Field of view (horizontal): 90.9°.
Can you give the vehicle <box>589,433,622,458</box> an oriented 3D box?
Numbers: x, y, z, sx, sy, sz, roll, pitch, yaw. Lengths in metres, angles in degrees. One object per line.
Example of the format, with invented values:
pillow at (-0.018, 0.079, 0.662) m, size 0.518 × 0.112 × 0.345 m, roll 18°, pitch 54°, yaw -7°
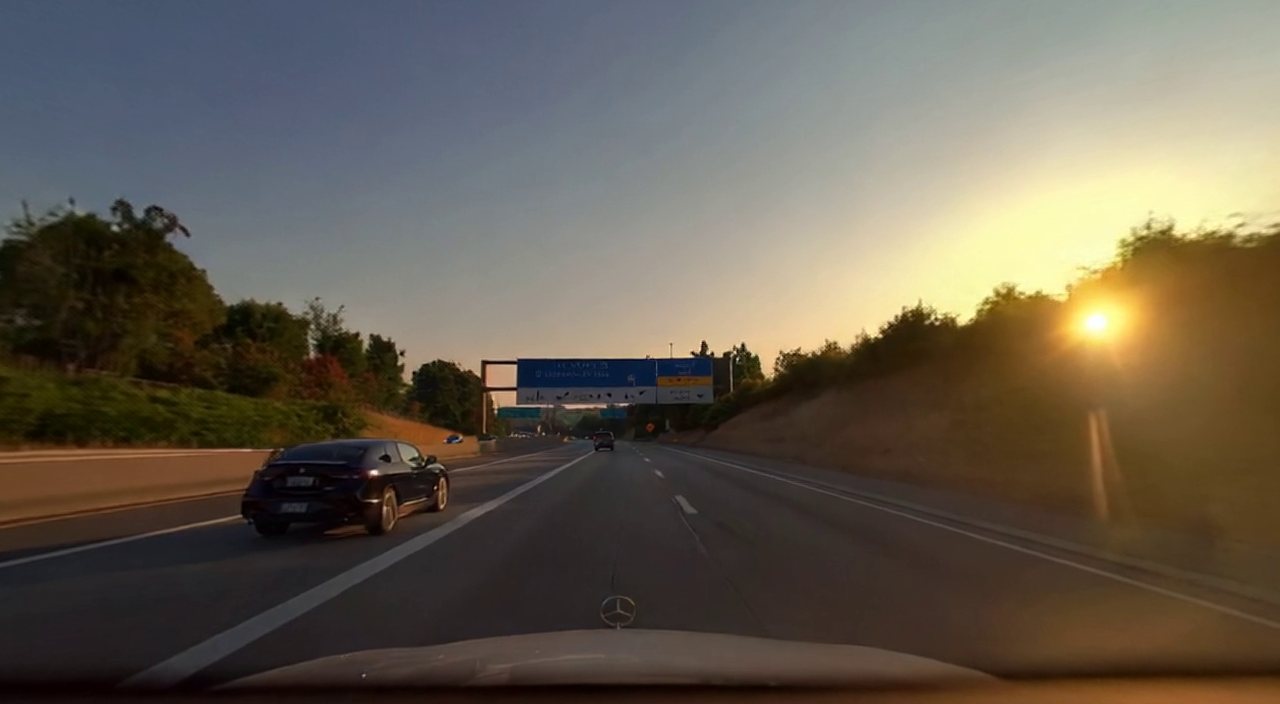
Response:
vehicle at (-2.250, 6.045, 40.931) m, size 2.000 × 1.491 × 3.913 m, roll 0°, pitch -8°, yaw -3°
